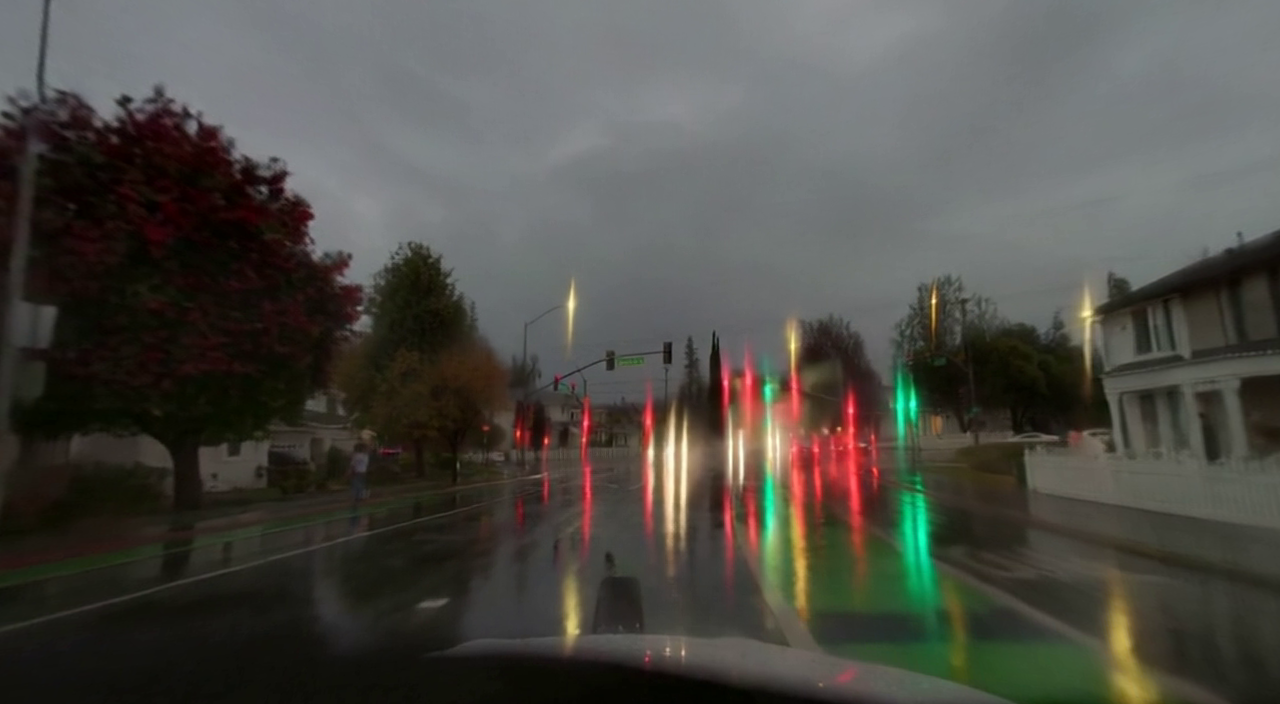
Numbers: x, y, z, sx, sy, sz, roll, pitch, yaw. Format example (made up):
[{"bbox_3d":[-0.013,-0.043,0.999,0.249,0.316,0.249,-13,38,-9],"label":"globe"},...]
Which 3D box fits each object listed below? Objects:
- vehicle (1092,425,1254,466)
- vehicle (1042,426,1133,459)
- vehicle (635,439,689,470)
[{"bbox_3d":[22.317,3.923,26.742,1.972,1.477,5.340,-2,-7,-4],"label":"vehicle"},{"bbox_3d":[22.702,4.622,32.184,1.937,1.474,5.114,-4,-9,14],"label":"vehicle"},{"bbox_3d":[1.234,5.374,33.253,1.904,1.489,4.746,-2,-9,14],"label":"vehicle"}]
